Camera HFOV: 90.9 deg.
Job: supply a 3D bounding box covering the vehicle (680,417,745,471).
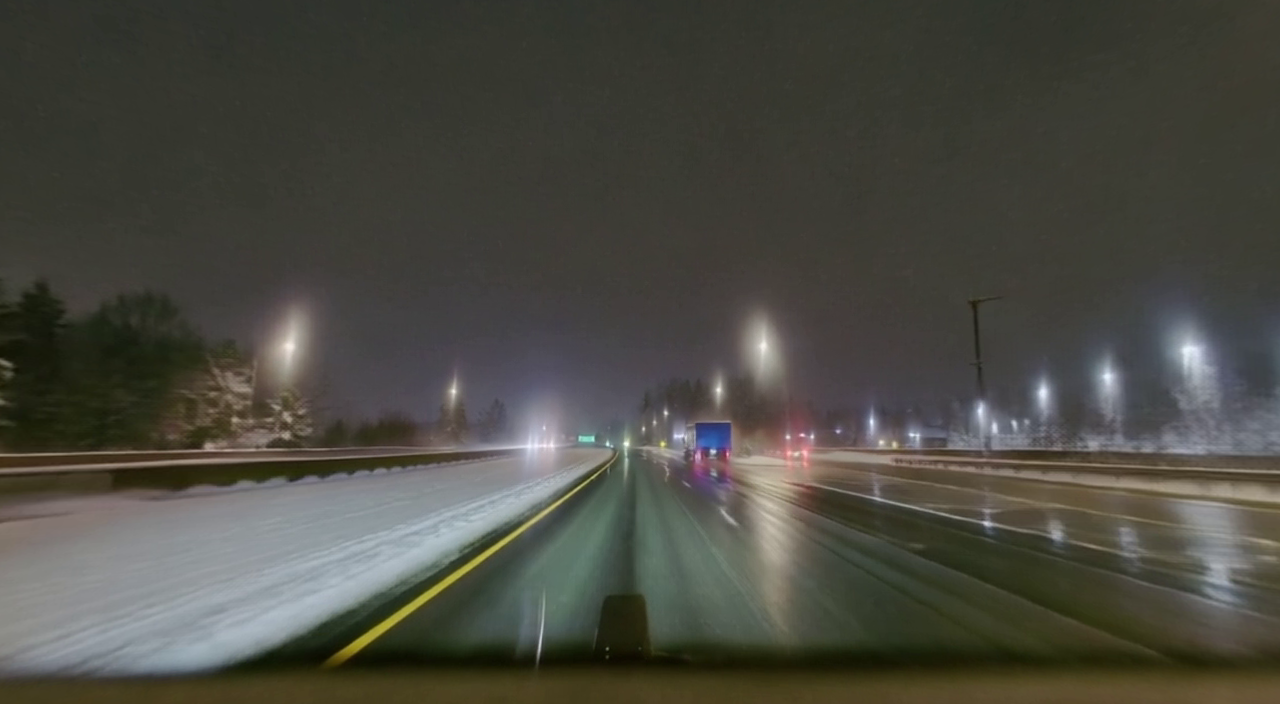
[{"bbox_3d":[3.582,4.764,32.505,2.430,2.495,6.062,0,-8,-1],"label":"vehicle"}]
